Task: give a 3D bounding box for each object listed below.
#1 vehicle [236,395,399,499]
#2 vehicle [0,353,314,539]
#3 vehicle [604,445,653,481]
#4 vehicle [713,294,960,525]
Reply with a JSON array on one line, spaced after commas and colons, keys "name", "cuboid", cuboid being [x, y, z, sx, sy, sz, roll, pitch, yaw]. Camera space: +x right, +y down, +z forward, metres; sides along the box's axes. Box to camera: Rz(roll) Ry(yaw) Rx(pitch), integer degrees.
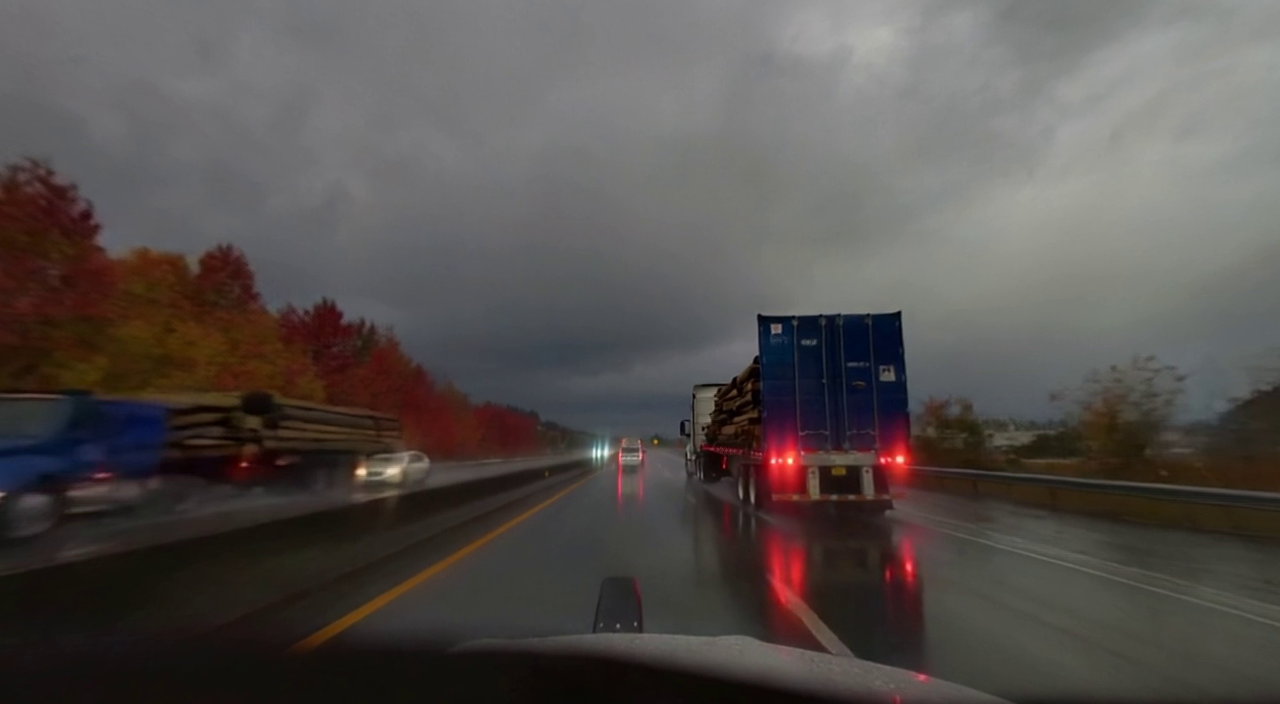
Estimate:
[{"name": "vehicle", "cuboid": [-14.031, 4.297, 28.325, 2.876, 3.959, 8.104, -1, -9, 1]}, {"name": "vehicle", "cuboid": [-14.101, 2.795, 18.675, 2.968, 3.947, 10.444, -1, -9, 1]}, {"name": "vehicle", "cuboid": [-0.482, 5.036, 28.731, 2.099, 1.506, 4.097, -1, -9, 0]}, {"name": "vehicle", "cuboid": [3.787, 1.564, 14.865, 3.004, 3.923, 8.363, -1, -9, 0]}]
